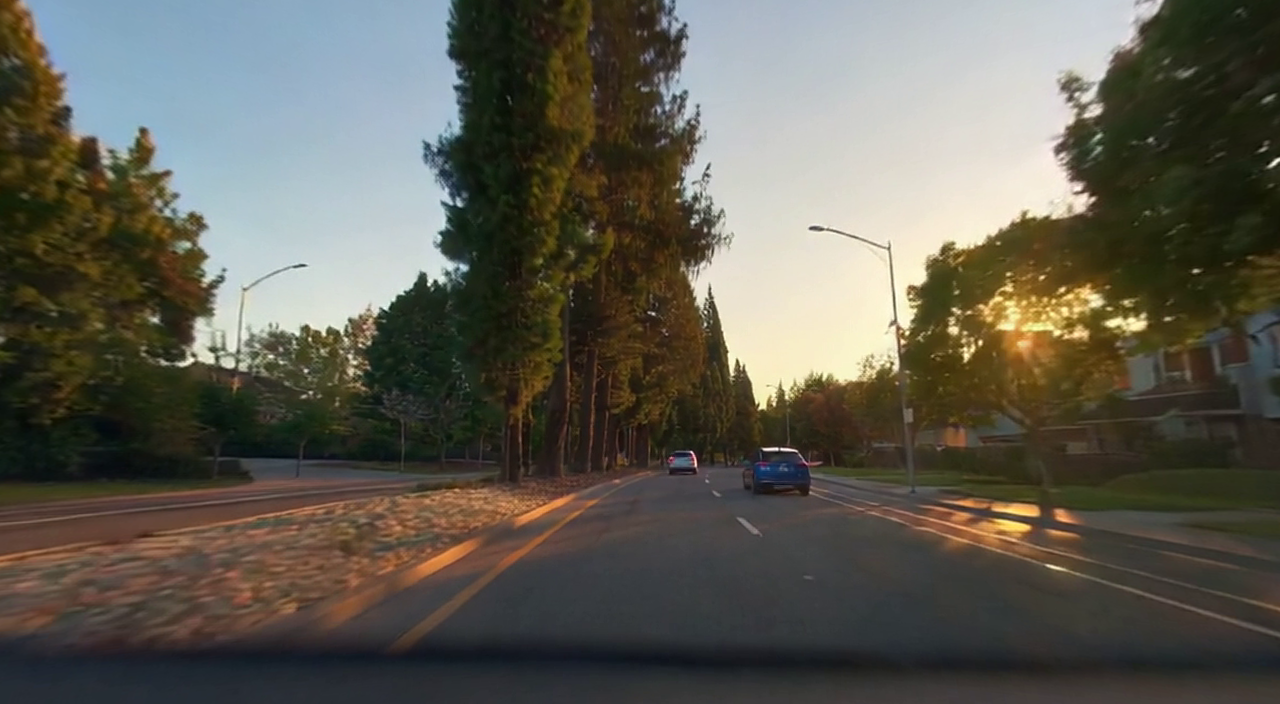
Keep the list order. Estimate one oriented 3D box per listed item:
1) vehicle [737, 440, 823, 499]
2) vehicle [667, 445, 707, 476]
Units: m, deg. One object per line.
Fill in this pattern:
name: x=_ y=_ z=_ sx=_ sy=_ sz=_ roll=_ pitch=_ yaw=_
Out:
vehicle: x=4.337 y=3.673 z=20.133 sx=1.971 sy=1.663 sz=4.287 roll=0 pitch=-8 yaw=3
vehicle: x=3.072 y=6.910 z=40.436 sx=2.251 sy=1.822 sz=4.391 roll=-1 pitch=-8 yaw=8
